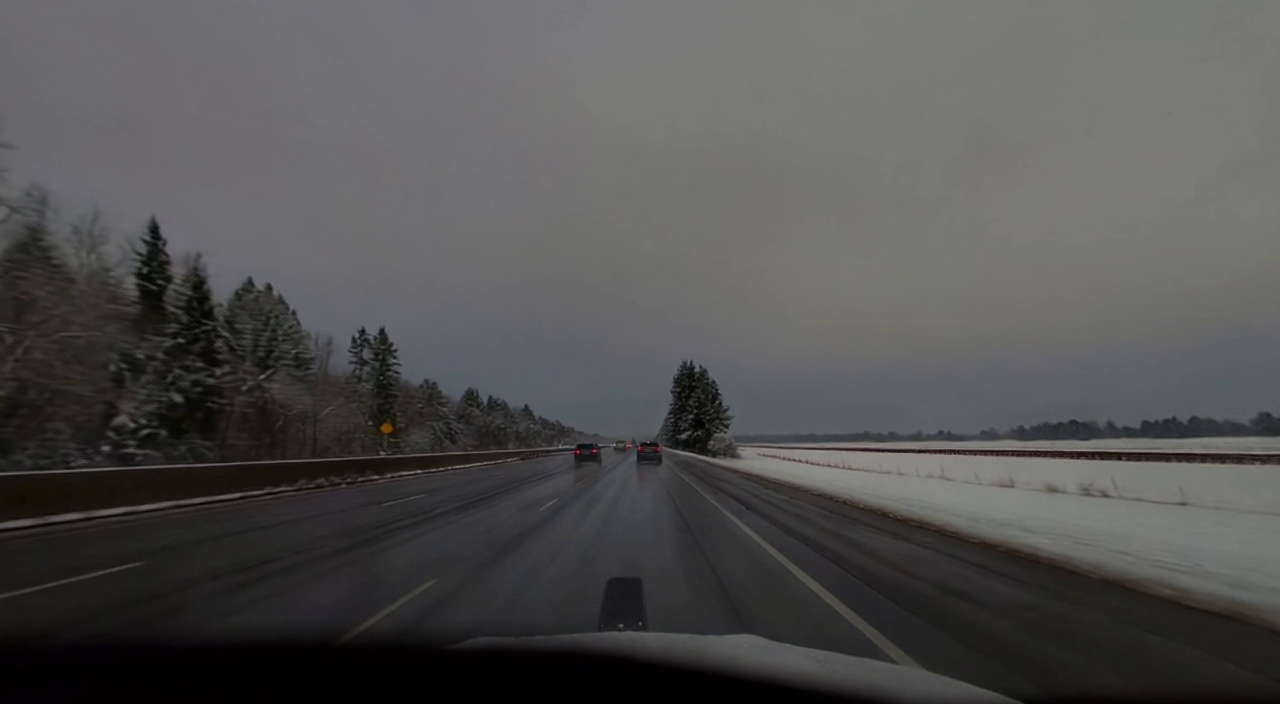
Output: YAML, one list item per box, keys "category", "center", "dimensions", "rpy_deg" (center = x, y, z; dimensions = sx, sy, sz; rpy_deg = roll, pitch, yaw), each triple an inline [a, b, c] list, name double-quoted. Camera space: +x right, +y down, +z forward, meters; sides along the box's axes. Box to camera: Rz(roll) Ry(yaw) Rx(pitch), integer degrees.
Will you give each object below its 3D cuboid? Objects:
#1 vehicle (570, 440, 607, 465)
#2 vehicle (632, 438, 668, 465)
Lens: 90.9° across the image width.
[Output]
- category: "vehicle"
  center: [-3.475, 6.888, 43.396]
  dimensions: [2.028, 1.634, 4.441]
  rpy_deg: [0, -8, 1]
- category: "vehicle"
  center: [0.639, 6.649, 42.478]
  dimensions: [2.259, 1.697, 4.106]
  rpy_deg: [0, -8, 0]
